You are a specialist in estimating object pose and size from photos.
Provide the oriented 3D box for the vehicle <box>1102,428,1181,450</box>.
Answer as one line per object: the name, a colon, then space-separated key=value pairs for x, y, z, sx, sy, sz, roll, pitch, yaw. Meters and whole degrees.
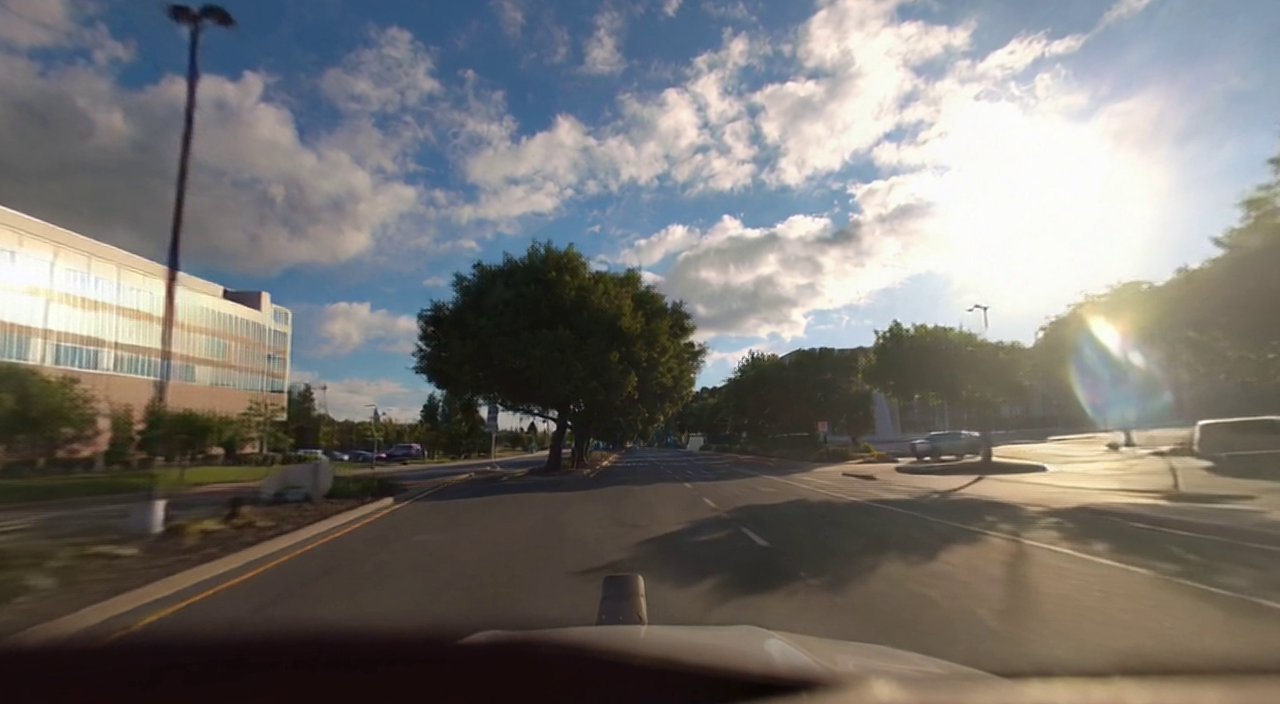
vehicle: x=34.208 y=5.966 z=43.151 sx=4.002 sy=1.471 sz=1.720 roll=0 pitch=-8 yaw=-3

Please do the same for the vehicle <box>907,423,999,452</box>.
vehicle: x=20.032 y=5.493 z=40.569 sx=4.656 sy=1.752 sz=2.309 roll=0 pitch=-8 yaw=-4

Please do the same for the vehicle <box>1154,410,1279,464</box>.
vehicle: x=22.933 y=3.271 z=24.147 sx=2.133 sy=1.853 sz=5.009 roll=0 pitch=-8 yaw=-2
